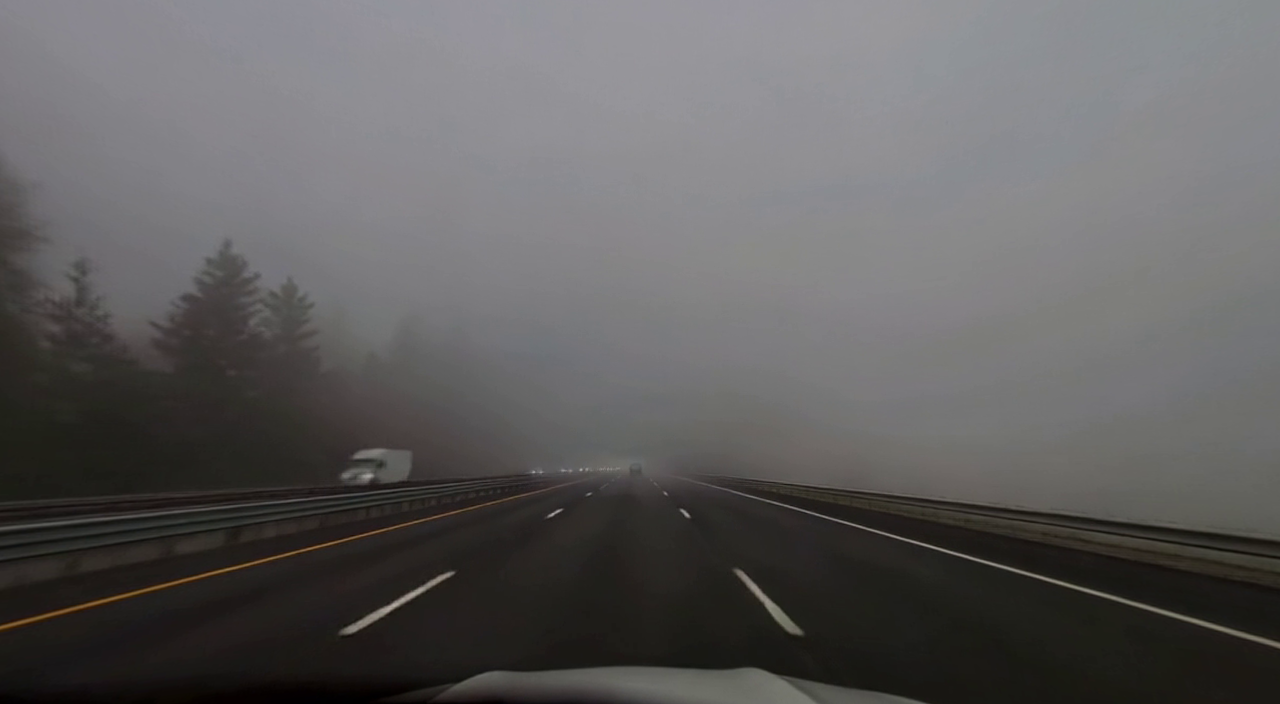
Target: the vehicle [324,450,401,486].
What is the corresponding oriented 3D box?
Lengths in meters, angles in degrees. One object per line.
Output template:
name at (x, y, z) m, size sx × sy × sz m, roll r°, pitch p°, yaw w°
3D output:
vehicle at (-15.997, 6.771, 36.670) m, size 2.136 × 1.895 × 5.181 m, roll 1°, pitch -11°, yaw 0°
